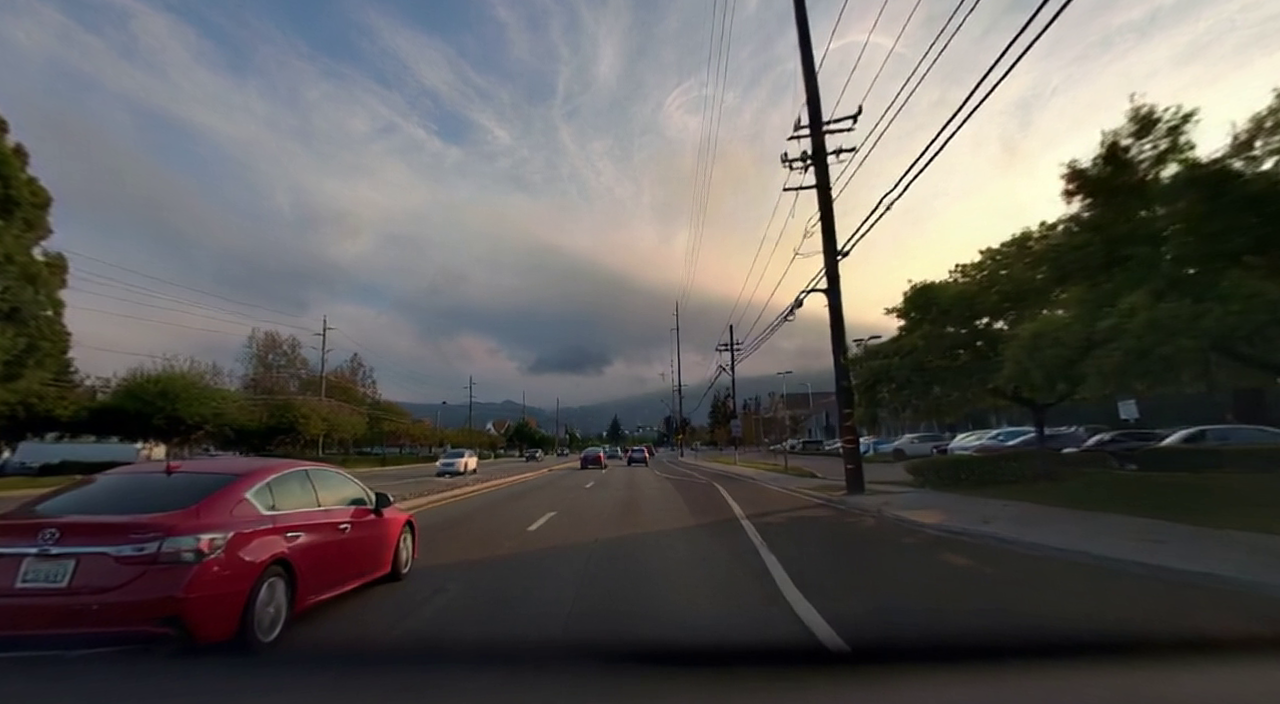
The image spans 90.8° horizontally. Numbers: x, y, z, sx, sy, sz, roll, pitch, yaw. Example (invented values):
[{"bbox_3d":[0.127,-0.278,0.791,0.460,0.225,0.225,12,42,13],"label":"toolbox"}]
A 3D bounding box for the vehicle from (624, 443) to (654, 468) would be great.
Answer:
[{"bbox_3d":[-0.128,7.853,47.787,2.182,1.773,4.041,0,-10,-1],"label":"vehicle"}]

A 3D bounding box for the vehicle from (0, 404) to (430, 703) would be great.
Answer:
[{"bbox_3d":[-3.448,1.375,5.067,1.928,1.488,4.635,0,-10,0],"label":"vehicle"}]

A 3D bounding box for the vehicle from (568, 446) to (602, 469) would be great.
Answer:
[{"bbox_3d":[-3.744,7.348,43.785,2.021,1.486,3.623,0,-10,0],"label":"vehicle"}]

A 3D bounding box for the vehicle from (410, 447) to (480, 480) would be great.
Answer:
[{"bbox_3d":[-9.033,5.234,29.611,1.971,1.415,4.317,0,-10,-1],"label":"vehicle"}]
